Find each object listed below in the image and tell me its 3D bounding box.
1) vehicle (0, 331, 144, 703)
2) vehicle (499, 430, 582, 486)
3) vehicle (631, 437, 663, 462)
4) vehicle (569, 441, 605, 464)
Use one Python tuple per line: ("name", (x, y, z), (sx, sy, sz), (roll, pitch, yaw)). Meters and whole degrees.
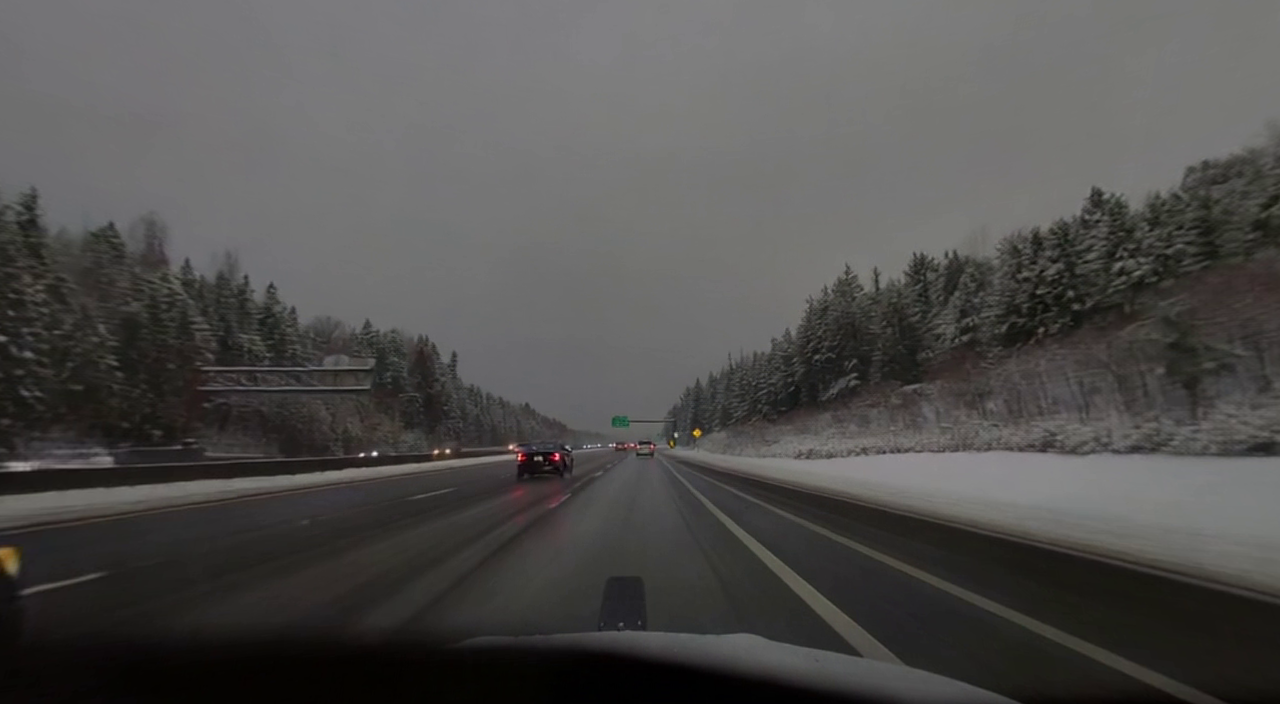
("vehicle", (-3.517, 0.477, 0.493), (2.040, 1.672, 5.122), (0, -8, 0))
("vehicle", (-3.218, 3.530, 21.234), (2.056, 1.679, 4.204), (0, -8, 1))
("vehicle", (0.526, 7.234, 46.715), (2.285, 1.797, 4.478), (0, -8, 0))
("vehicle", (-3.502, 6.714, 41.991), (2.055, 1.431, 3.921), (0, -8, 1))
